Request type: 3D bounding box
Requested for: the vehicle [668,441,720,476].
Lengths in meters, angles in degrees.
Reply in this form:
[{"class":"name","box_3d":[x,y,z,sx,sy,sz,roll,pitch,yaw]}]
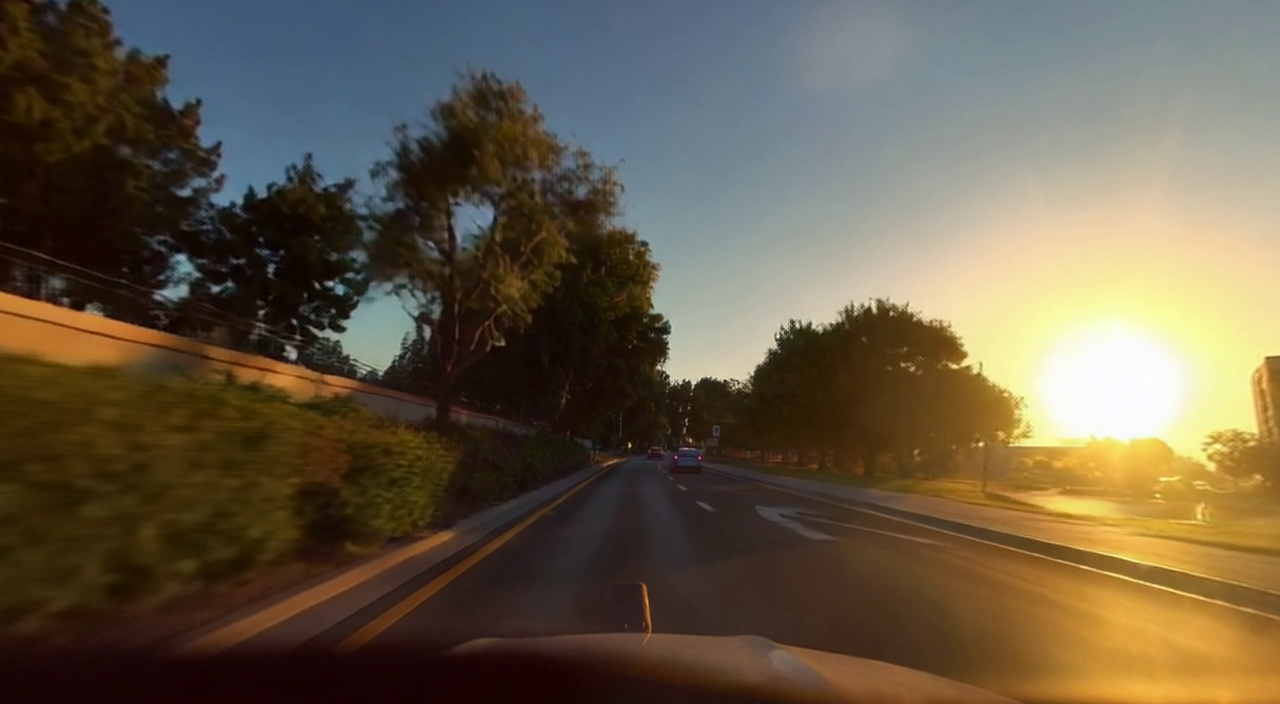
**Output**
[{"class":"vehicle","box_3d":[2.394,4.876,29.095,1.956,1.473,4.640,0,-8,-1]}]
